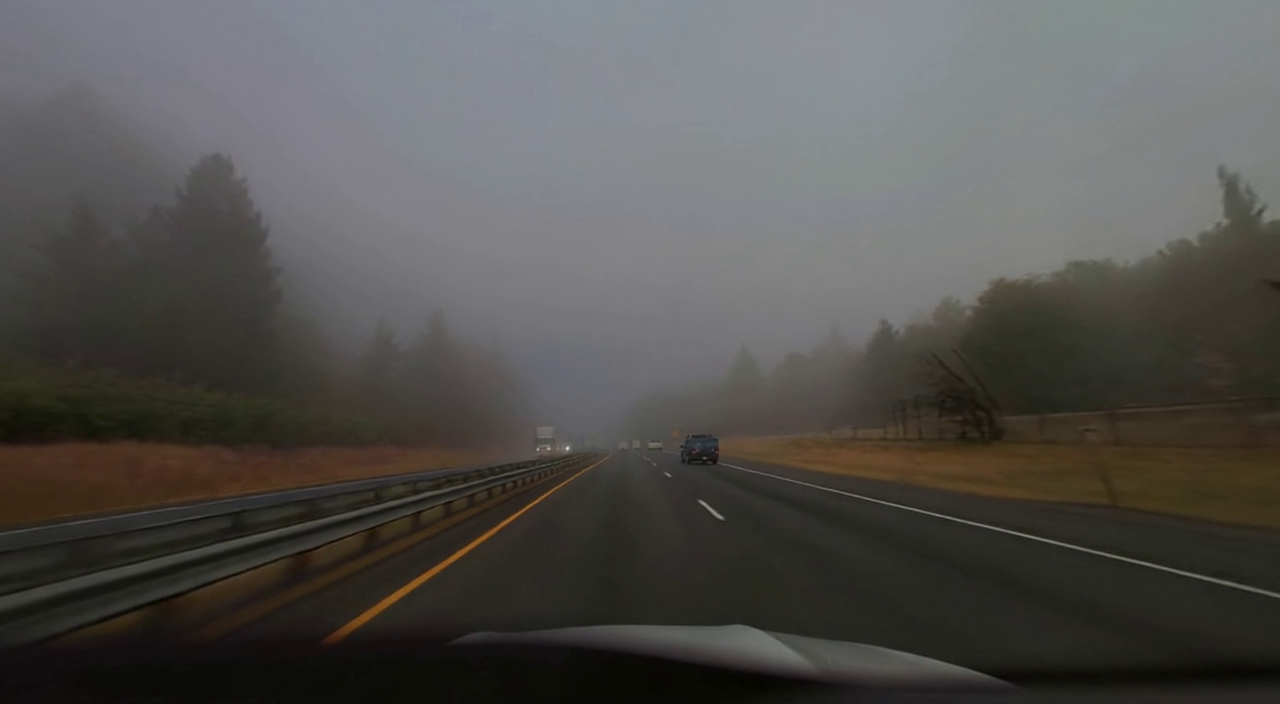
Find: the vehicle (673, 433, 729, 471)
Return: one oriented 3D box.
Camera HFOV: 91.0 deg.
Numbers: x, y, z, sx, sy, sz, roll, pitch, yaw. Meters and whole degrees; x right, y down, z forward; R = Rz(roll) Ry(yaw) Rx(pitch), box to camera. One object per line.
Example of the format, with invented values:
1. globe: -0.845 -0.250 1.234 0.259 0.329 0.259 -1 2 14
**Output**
1. vehicle: 2.780 4.686 29.708 2.043 1.673 4.016 0 -8 -3
